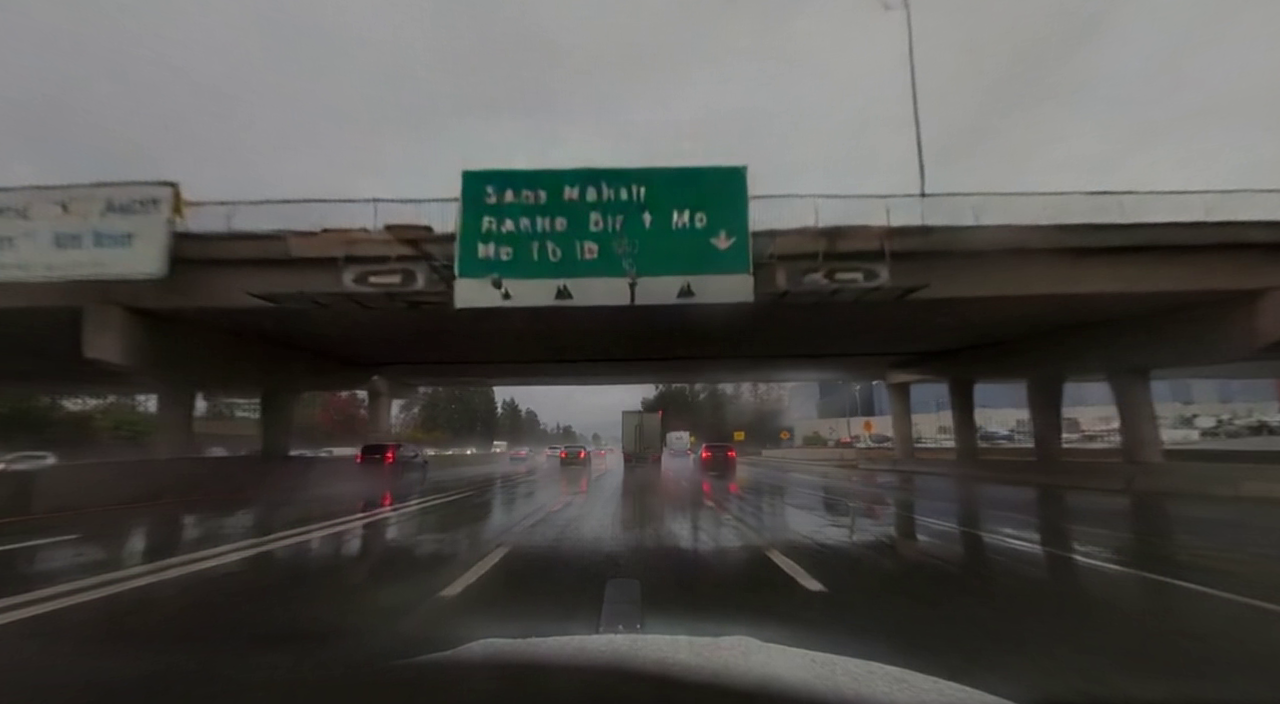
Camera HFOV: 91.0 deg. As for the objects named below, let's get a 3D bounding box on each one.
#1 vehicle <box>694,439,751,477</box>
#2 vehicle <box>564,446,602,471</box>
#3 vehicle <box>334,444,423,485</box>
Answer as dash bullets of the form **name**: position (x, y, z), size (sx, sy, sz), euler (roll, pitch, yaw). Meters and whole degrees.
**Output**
- **vehicle**: position (3.874, 5.084, 30.365), size (2.107, 1.707, 4.445), euler (0, -9, -1)
- **vehicle**: position (-3.698, 7.016, 41.643), size (2.083, 1.576, 4.307), euler (0, -9, 0)
- **vehicle**: position (-11.238, 4.836, 27.403), size (1.966, 1.627, 4.258), euler (0, -9, 1)
